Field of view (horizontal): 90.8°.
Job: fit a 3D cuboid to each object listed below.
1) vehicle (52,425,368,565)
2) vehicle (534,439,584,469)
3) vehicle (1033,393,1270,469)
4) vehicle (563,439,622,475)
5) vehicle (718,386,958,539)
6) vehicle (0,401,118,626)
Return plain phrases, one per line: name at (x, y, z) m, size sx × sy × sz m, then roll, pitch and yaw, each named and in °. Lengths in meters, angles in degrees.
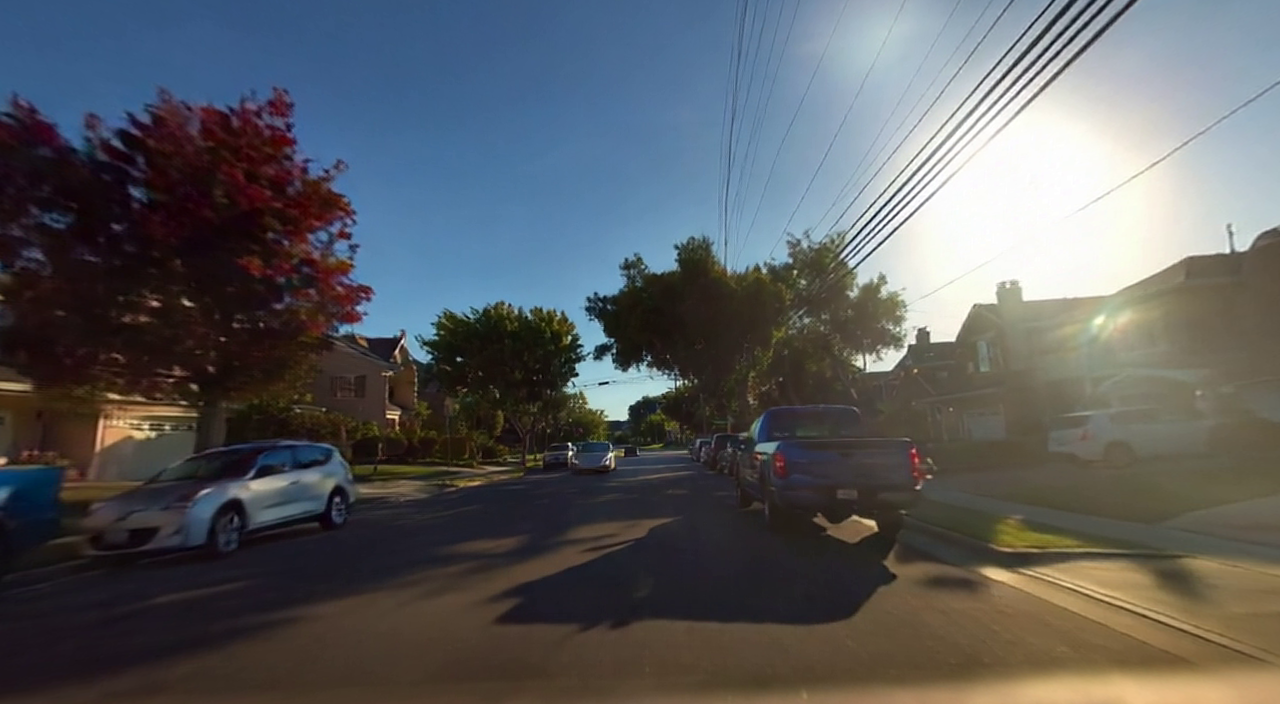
vehicle at (-6.547, 2.180, 10.454) m, size 1.930 × 1.784 × 4.474 m, roll 0°, pitch -8°, yaw 2°
vehicle at (-5.098, 6.495, 40.359) m, size 2.226 × 1.768 × 4.780 m, roll -1°, pitch -8°, yaw 4°
vehicle at (14.340, 2.275, 17.975) m, size 4.778 × 1.903 × 2.205 m, roll -1°, pitch -8°, yaw -1°
vehicle at (-2.134, 4.889, 29.699) m, size 2.213 × 1.548 × 4.370 m, roll -1°, pitch -8°, yaw 3°
vehicle at (3.012, 1.934, 11.683) m, size 2.437 × 2.015 × 6.511 m, roll 0°, pitch -8°, yaw 1°
vehicle at (-6.739, 1.225, 4.275) m, size 2.252 × 1.944 × 4.714 m, roll 0°, pitch -8°, yaw 1°
